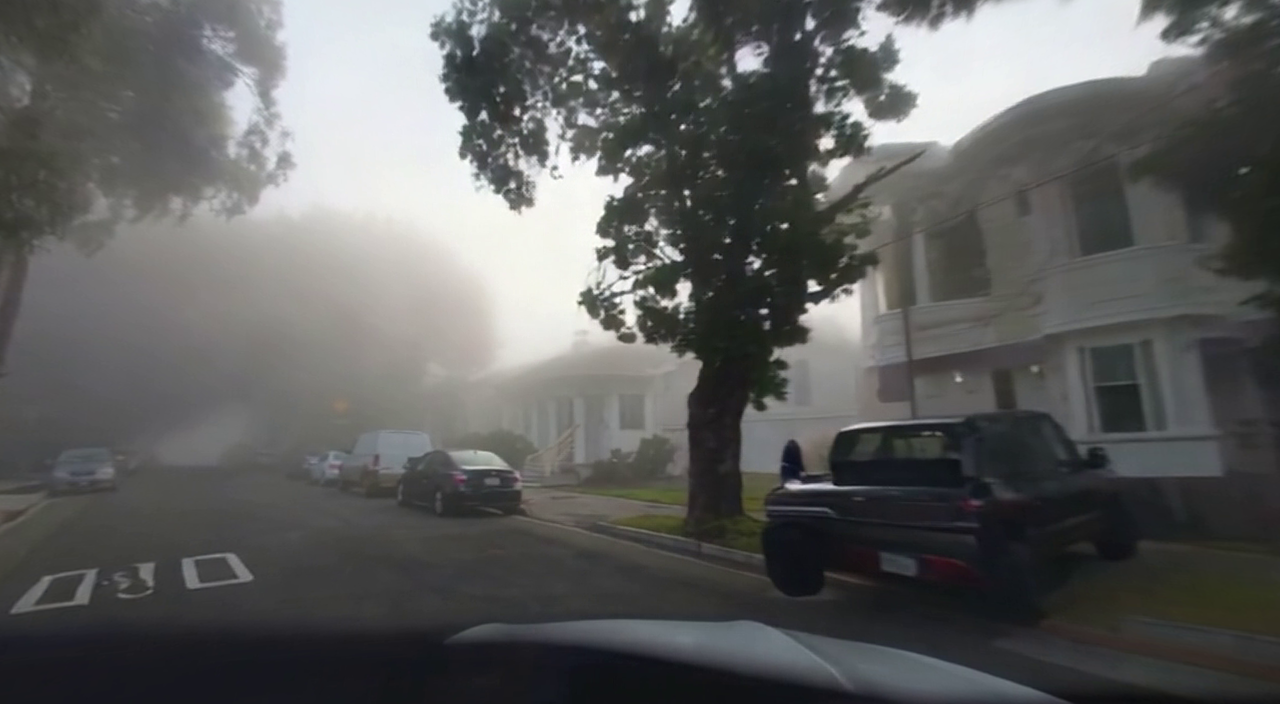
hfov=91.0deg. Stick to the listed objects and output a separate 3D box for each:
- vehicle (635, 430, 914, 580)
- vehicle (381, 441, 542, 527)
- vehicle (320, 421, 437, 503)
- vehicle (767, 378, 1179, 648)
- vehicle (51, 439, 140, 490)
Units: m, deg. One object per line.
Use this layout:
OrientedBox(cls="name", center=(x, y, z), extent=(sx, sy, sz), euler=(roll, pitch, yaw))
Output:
OrientedBox(cls="vehicle", center=(2.050, 1.992, 9.049), extent=(4.030, 1.648, 1.827), euler=(7, -11, -41))
OrientedBox(cls="vehicle", center=(-4.159, 2.805, 14.145), extent=(1.828, 1.442, 4.476), euler=(6, -8, -38))
OrientedBox(cls="vehicle", center=(-8.168, 3.237, 19.394), extent=(1.993, 2.129, 4.893), euler=(6, -8, -37))
OrientedBox(cls="vehicle", center=(3.764, 1.491, 6.869), extent=(4.585, 1.969, 2.046), euler=(6, -11, -36))
OrientedBox(cls="vehicle", center=(-18.338, 3.804, 21.388), extent=(1.908, 1.493, 4.806), euler=(9, -13, -37))
